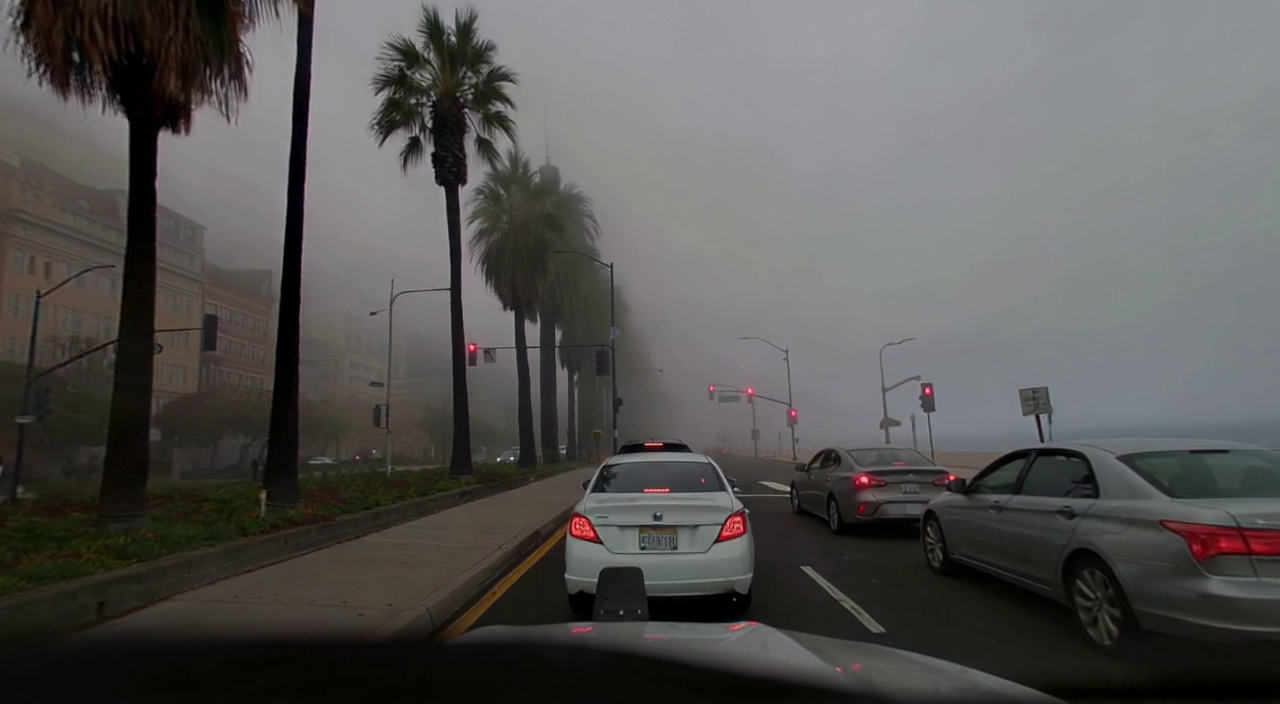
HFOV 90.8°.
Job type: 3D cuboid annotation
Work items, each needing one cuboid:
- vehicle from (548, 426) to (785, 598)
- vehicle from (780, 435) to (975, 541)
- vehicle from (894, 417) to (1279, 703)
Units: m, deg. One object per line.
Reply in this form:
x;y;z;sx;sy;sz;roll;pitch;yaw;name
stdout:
0.262;1.705;7.499;2.093;1.503;3.681;0;-9;1;vehicle
3.888;2.290;11.302;1.920;1.490;4.417;-1;-9;2;vehicle
3.915;1.364;5.089;1.913;1.469;4.425;0;-9;0;vehicle
